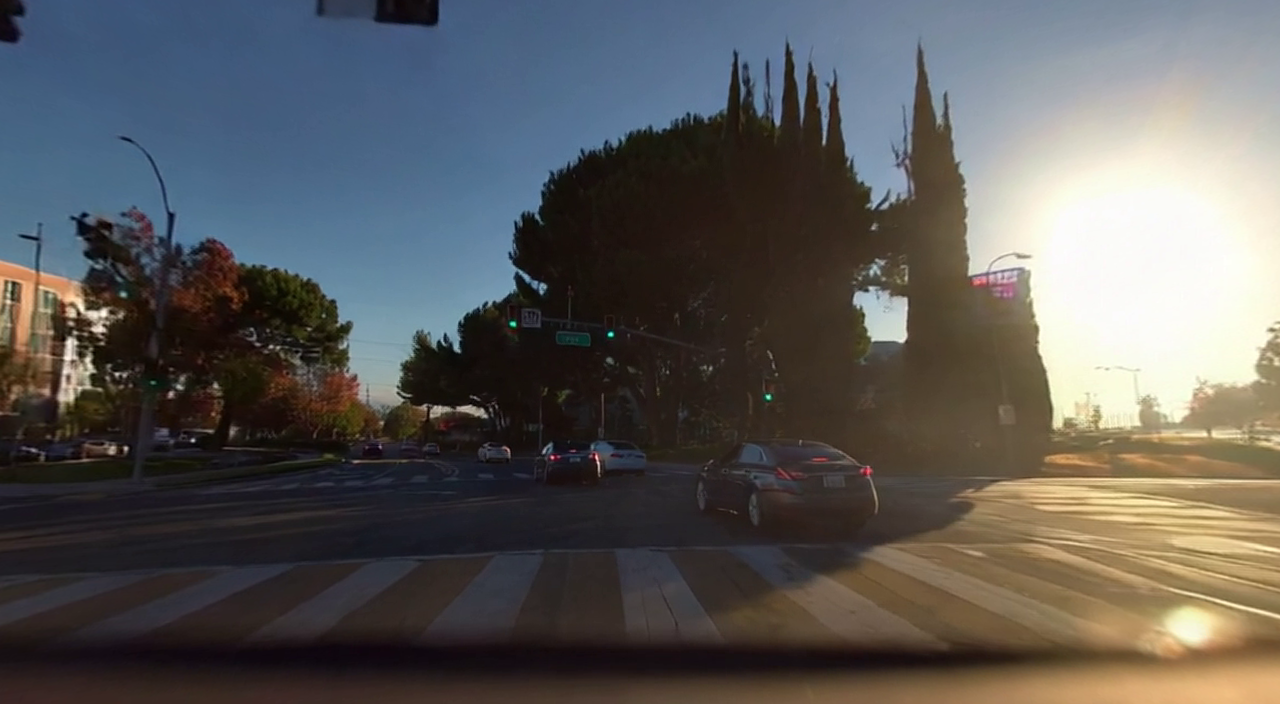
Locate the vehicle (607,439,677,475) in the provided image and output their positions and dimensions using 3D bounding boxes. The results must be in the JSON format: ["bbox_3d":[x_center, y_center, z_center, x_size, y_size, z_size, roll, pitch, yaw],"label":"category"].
[{"bbox_3d":[-0.015,4.737,28.800,1.957,1.463,4.701,2,-8,-15],"label":"vehicle"}]

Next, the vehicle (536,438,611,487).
[{"bbox_3d":[-2.497,3.845,22.511,2.308,1.535,4.811,1,-8,-10],"label":"vehicle"}]

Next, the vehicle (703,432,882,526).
[{"bbox_3d":[2.692,2.352,12.421,1.984,1.476,4.488,1,-8,-6],"label":"vehicle"}]

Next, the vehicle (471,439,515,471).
[{"bbox_3d":[-7.988,5.498,33.927,2.012,1.492,4.079,3,-8,-16],"label":"vehicle"}]
